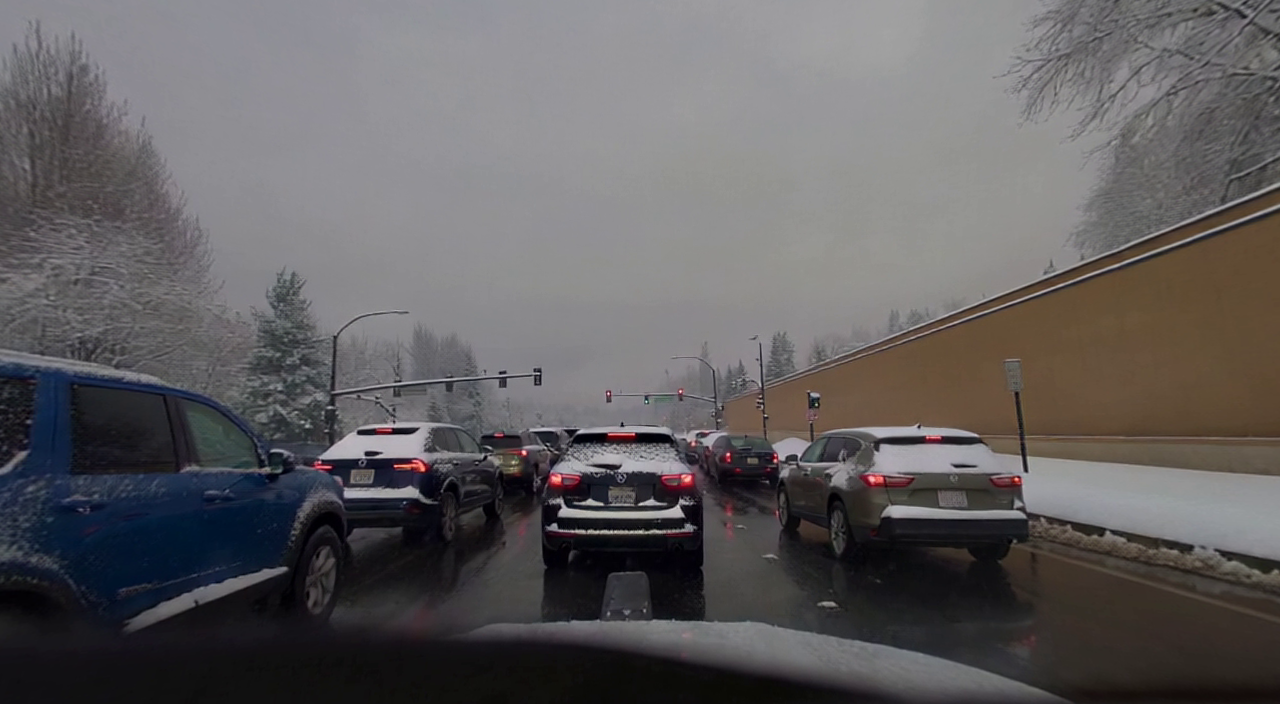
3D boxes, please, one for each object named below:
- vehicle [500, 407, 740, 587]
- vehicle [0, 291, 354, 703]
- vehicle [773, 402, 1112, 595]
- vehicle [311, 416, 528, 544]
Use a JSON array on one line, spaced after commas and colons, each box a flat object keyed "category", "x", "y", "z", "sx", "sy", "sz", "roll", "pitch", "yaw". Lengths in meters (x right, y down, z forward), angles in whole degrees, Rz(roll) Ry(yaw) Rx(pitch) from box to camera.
[{"category": "vehicle", "x": -0.151, "y": 1.651, "z": 7.950, "sx": 2.245, "sy": 1.677, "sz": 3.913, "roll": 0, "pitch": -8, "yaw": 1}, {"category": "vehicle", "x": -3.519, "y": 0.829, "z": 3.113, "sx": 2.070, "sy": 1.913, "sz": 4.450, "roll": 0, "pitch": -8, "yaw": 0}, {"category": "vehicle", "x": 3.150, "y": 1.618, "z": 7.808, "sx": 2.029, "sy": 1.702, "sz": 4.281, "roll": 0, "pitch": -8, "yaw": 0}, {"category": "vehicle", "x": -3.484, "y": 2.118, "z": 11.144, "sx": 2.067, "sy": 1.759, "sz": 4.631, "roll": 0, "pitch": -8, "yaw": 1}]
